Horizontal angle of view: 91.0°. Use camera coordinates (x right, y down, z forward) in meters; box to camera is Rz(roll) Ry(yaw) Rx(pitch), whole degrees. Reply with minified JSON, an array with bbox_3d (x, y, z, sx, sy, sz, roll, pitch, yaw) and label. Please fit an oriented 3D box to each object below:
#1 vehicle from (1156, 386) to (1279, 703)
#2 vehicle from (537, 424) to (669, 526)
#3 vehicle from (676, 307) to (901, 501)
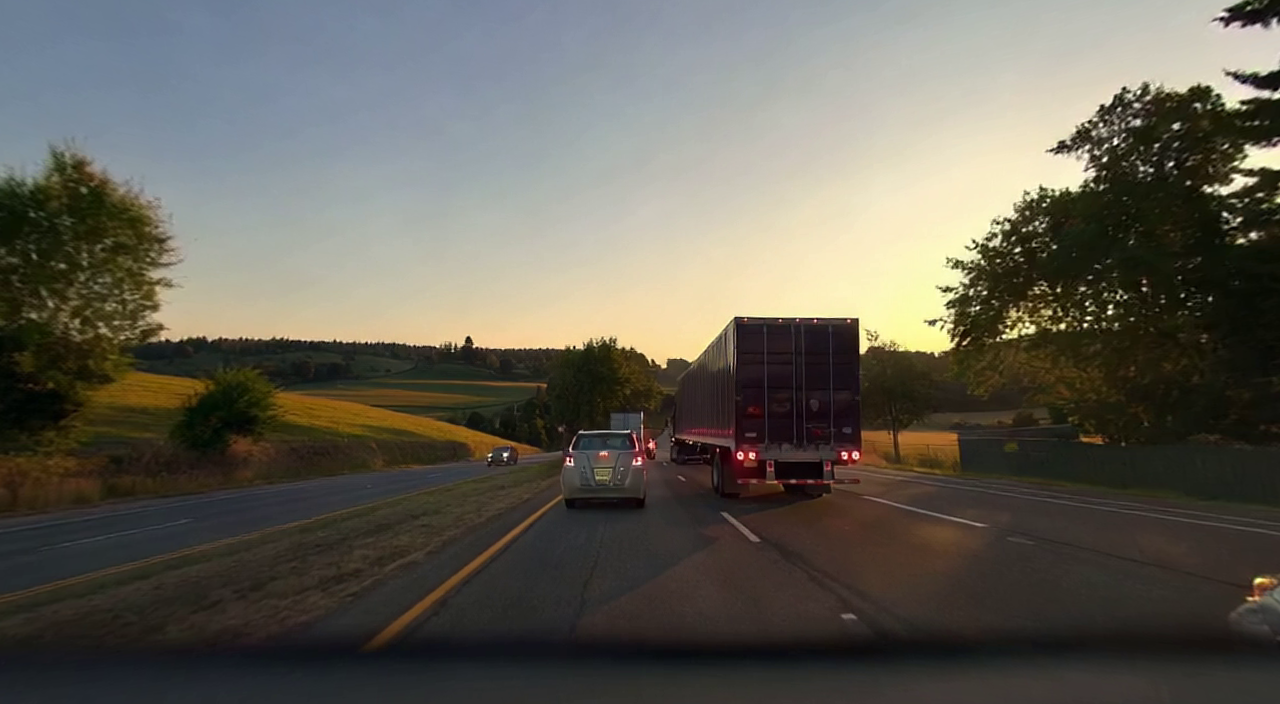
[{"bbox_3d":[3.546,0.635,0.701,1.960,1.515,4.713,0,-8,0],"label":"vehicle"},{"bbox_3d":[-0.582,2.181,11.706,2.009,1.554,4.013,0,-8,0],"label":"vehicle"},{"bbox_3d":[3.735,2.311,22.267,3.591,4.290,16.696,0,-8,-1],"label":"vehicle"}]
